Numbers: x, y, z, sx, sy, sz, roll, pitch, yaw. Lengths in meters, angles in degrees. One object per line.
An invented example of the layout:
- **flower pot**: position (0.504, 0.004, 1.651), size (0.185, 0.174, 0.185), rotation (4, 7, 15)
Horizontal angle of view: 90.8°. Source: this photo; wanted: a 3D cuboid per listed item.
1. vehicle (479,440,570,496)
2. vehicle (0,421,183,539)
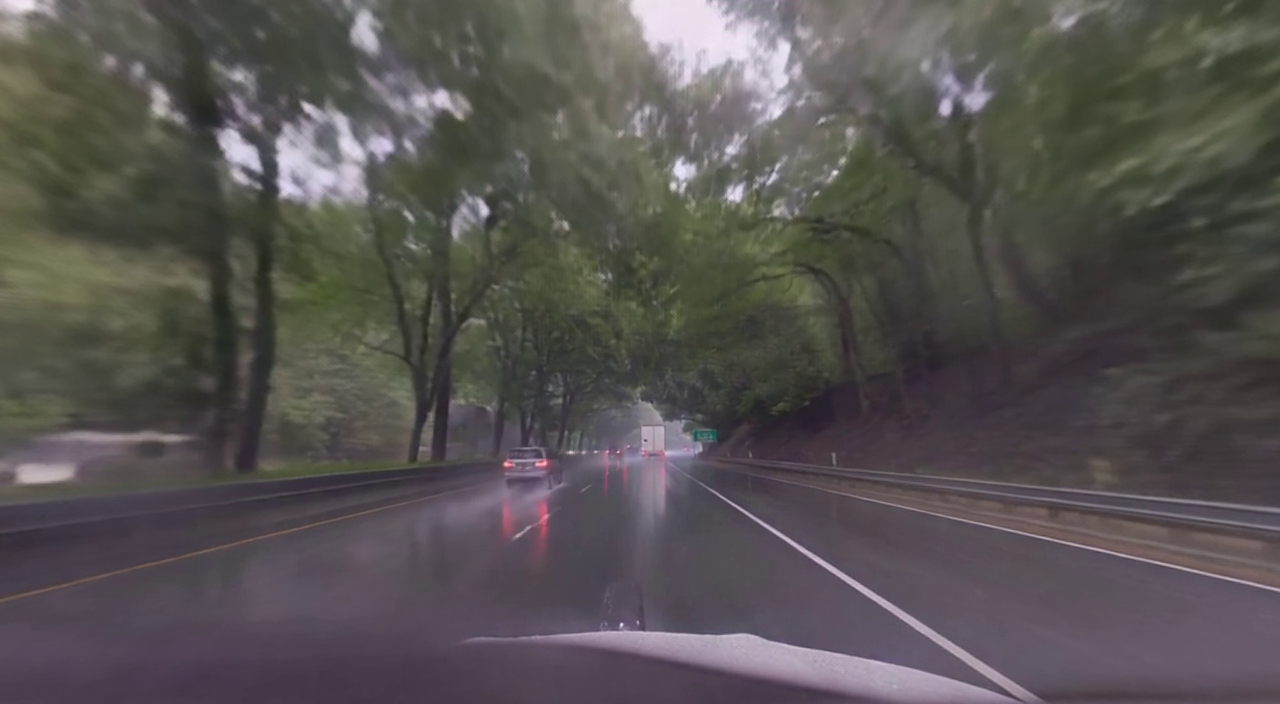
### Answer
- **vehicle**: position (-3.582, 3.711, 20.461), size (2.057, 1.618, 4.212), rotation (0, -9, 1)
- **vehicle**: position (-12.367, 2.562, 12.992), size (2.021, 2.068, 5.034), rotation (0, -9, 0)
